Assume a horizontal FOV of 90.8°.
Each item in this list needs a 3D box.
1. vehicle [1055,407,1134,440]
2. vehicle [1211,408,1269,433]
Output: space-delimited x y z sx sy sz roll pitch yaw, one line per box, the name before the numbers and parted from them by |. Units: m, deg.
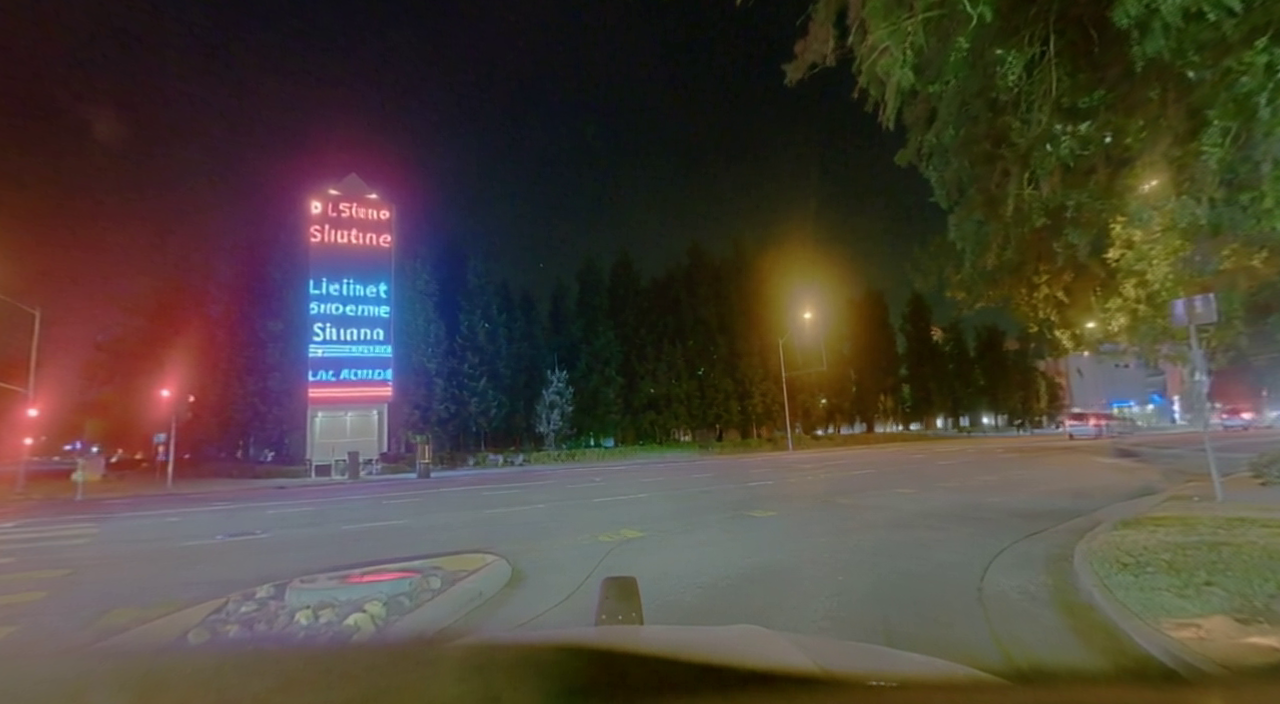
vehicle | 27.054 4.311 37.567 4.689 1.758 2.146 6 -10 -34
vehicle | 42.330 4.854 44.554 4.377 1.624 1.953 6 -10 -34
